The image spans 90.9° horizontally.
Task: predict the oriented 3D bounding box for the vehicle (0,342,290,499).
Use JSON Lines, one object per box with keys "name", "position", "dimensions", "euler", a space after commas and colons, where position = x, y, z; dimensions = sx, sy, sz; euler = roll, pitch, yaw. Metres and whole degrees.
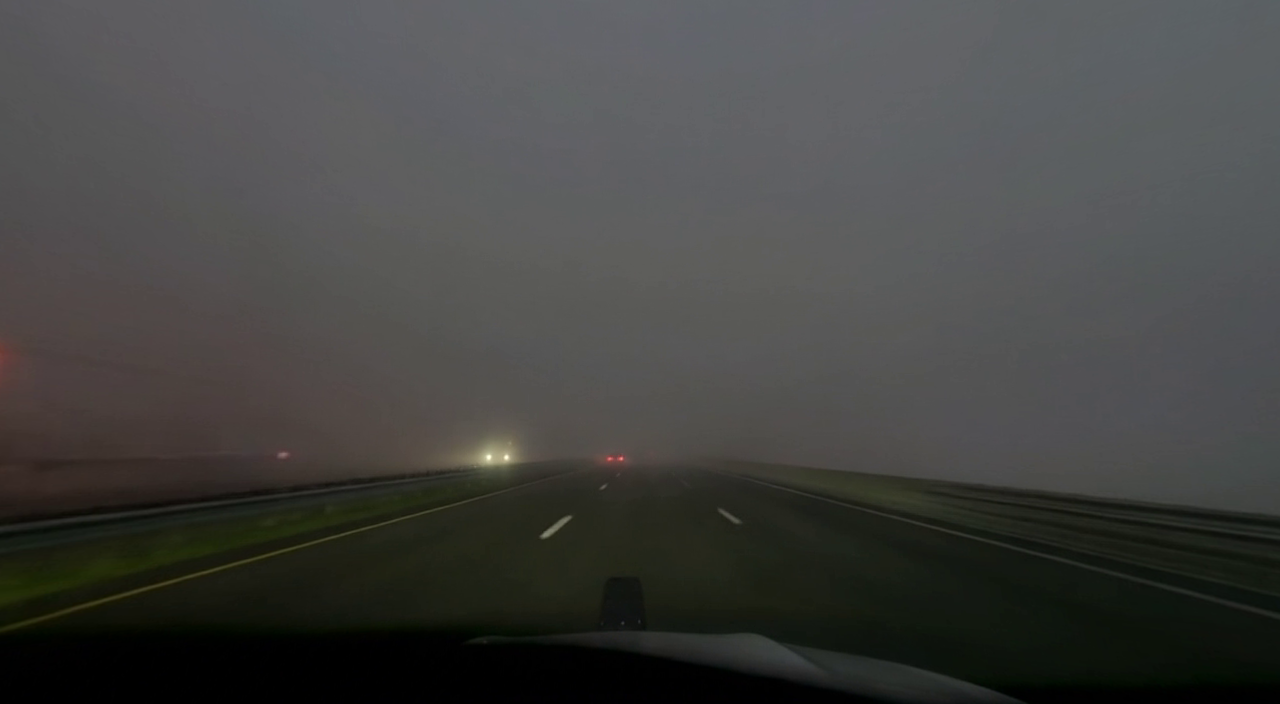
{"name": "vehicle", "position": [-17.953, 2.687, 21.937], "dimensions": [2.914, 4.015, 14.672], "euler": [0, -9, 1]}
